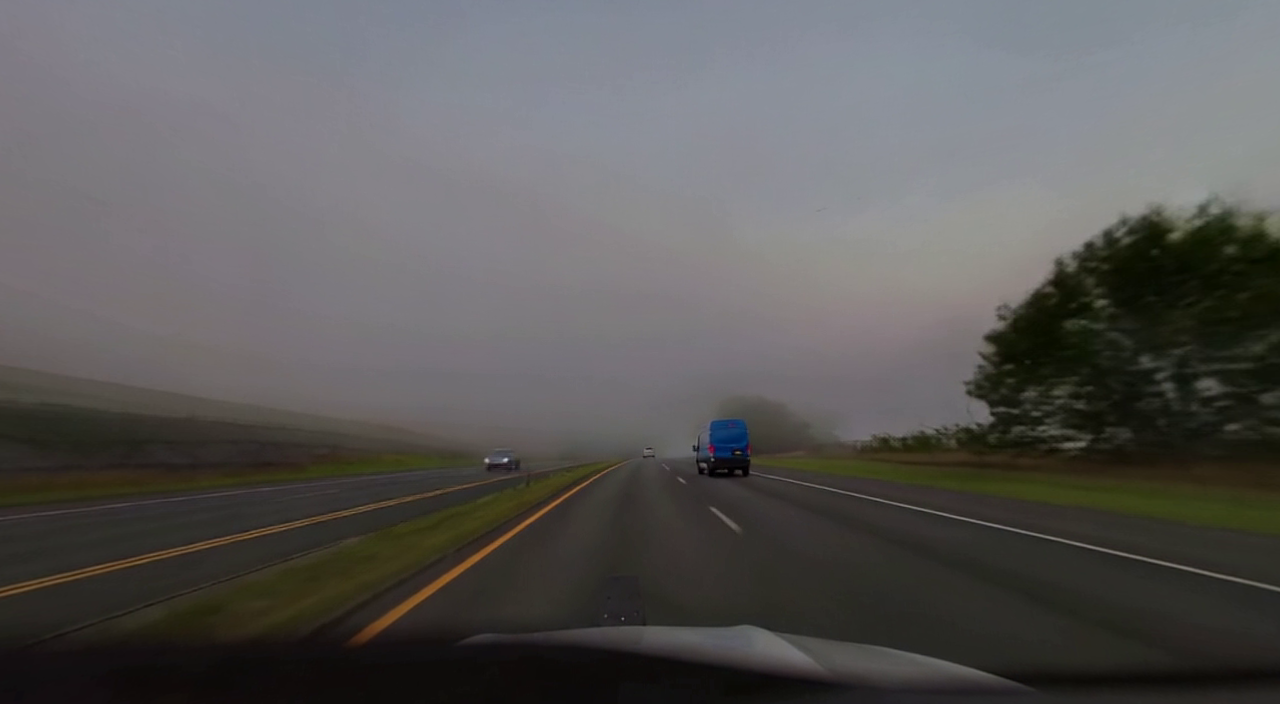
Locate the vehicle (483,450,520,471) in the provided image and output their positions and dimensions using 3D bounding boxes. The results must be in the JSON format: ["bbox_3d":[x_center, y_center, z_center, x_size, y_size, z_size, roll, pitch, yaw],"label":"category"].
[{"bbox_3d":[-10.240,8.032,46.843,1.914,1.446,3.942,0,-9,-1],"label":"vehicle"}]

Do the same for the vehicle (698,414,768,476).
[{"bbox_3d":[4.359,4.545,30.718,2.437,2.735,5.507,0,-9,-1],"label":"vehicle"}]
